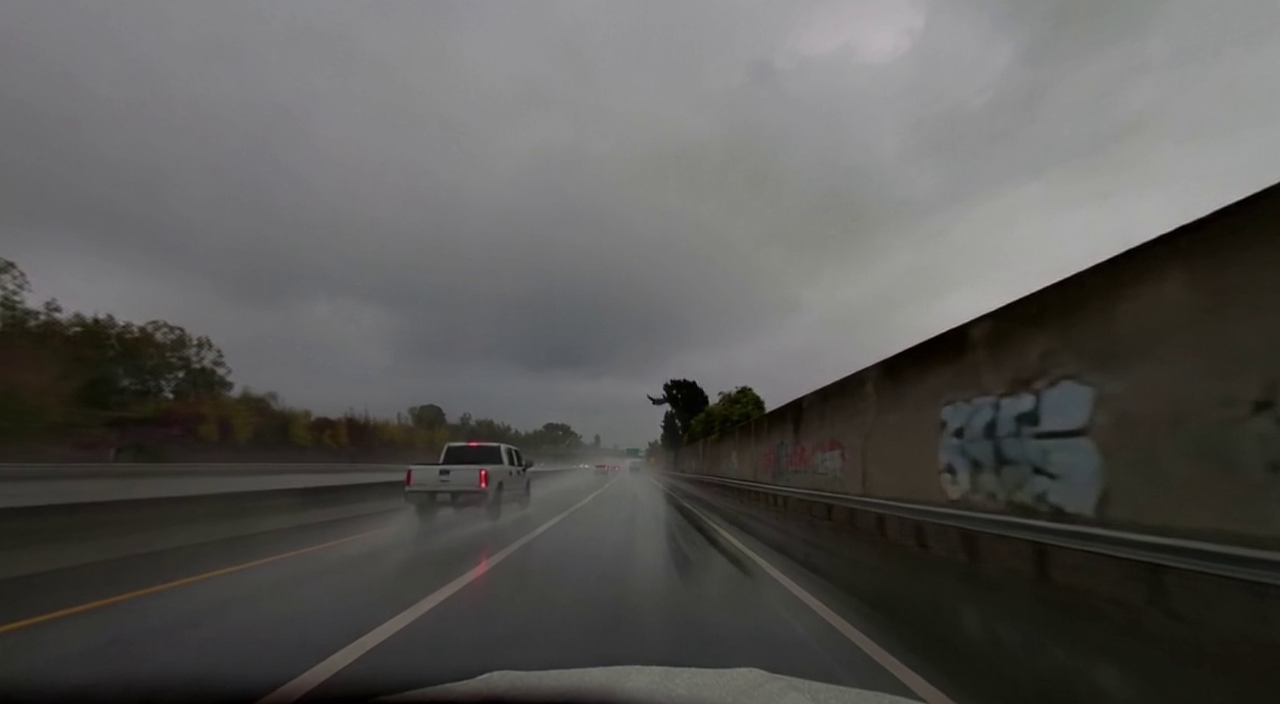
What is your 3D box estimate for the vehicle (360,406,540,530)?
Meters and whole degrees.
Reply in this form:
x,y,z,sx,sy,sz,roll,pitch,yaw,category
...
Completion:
x,y,z,sx,sy,sz,roll,pitch,yaw,category
-4.289,2.890,15.732,2.597,2.434,6.020,1,-11,0,vehicle
